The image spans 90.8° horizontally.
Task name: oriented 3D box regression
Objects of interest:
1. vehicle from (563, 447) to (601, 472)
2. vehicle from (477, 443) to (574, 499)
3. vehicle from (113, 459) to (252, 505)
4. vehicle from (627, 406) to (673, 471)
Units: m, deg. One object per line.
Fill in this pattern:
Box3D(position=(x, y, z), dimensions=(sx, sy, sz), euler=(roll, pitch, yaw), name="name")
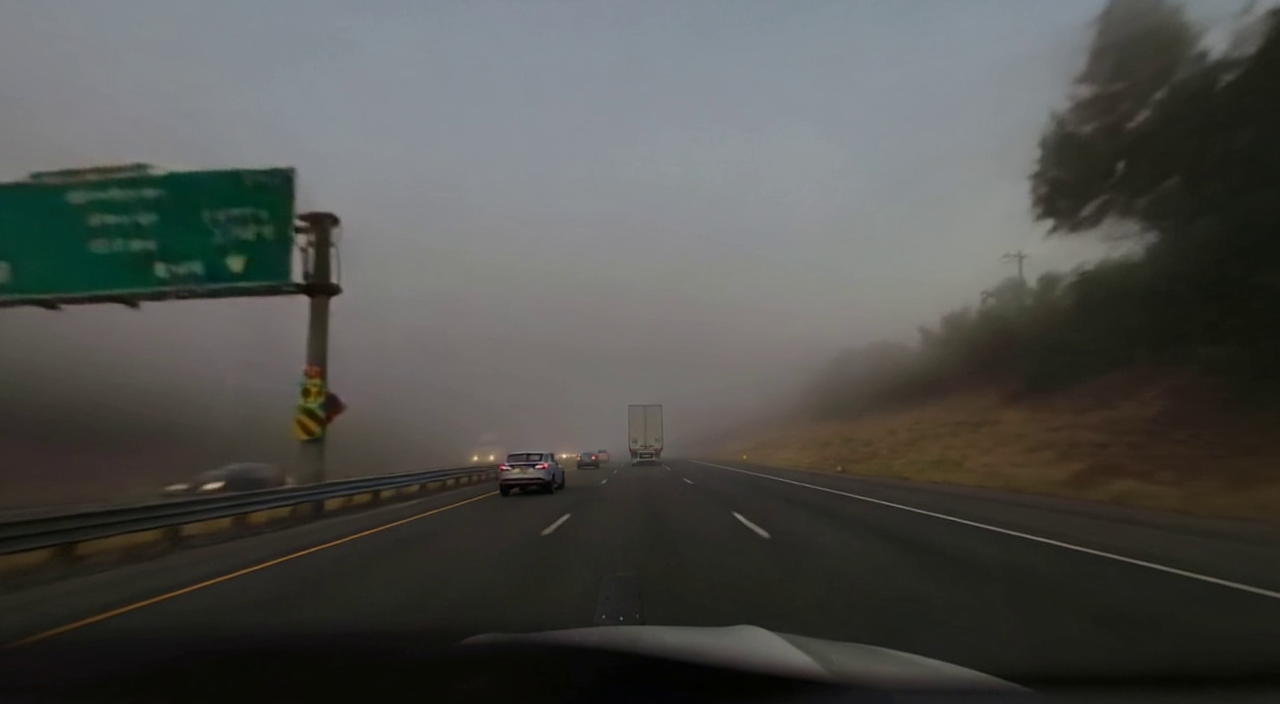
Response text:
Box3D(position=(-3.712, 6.949, 41.042), dimensions=(2.051, 1.537, 4.111), euler=(0, -9, 0), name="vehicle")
Box3D(position=(-3.359, 3.582, 19.466), dimensions=(2.053, 1.489, 4.740), euler=(0, -9, 1), name="vehicle")
Box3D(position=(-17.028, 4.826, 23.823), dimensions=(1.833, 1.480, 4.549), euler=(0, -9, 0), name="vehicle")
Box3D(position=(0.601, 6.242, 45.194), dimensions=(2.919, 4.048, 11.010), euler=(0, -9, 0), name="vehicle")
